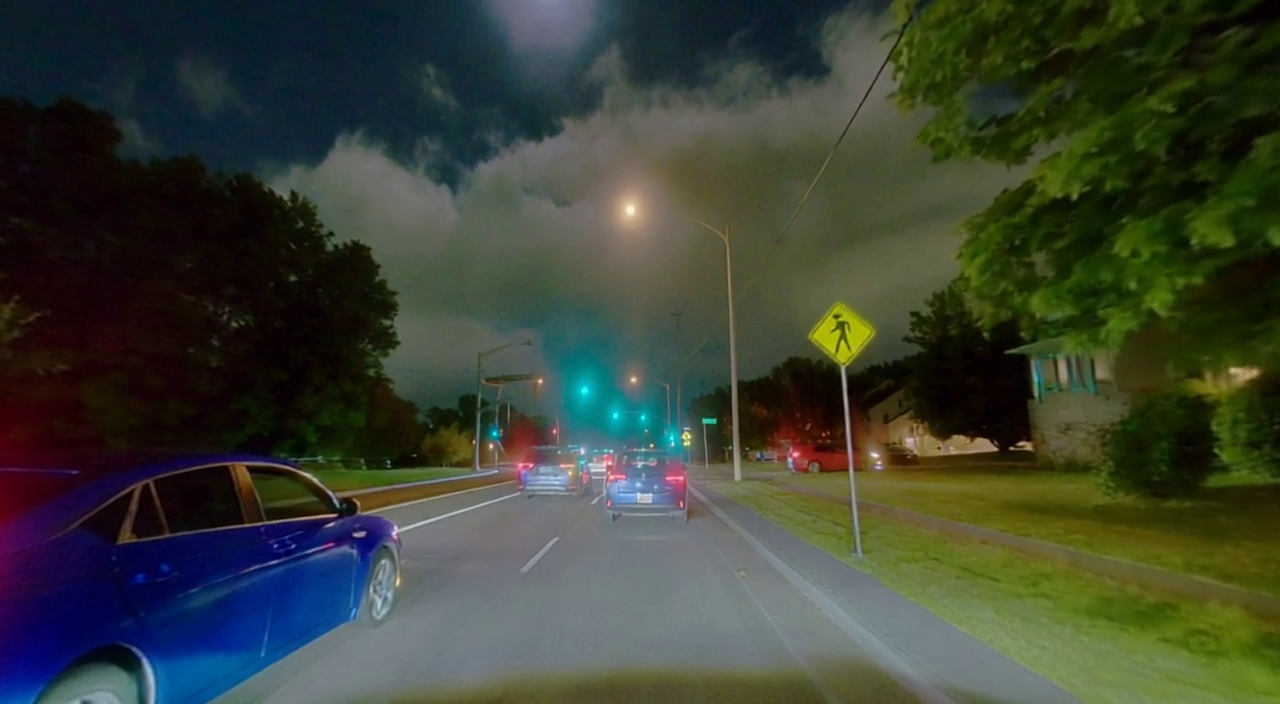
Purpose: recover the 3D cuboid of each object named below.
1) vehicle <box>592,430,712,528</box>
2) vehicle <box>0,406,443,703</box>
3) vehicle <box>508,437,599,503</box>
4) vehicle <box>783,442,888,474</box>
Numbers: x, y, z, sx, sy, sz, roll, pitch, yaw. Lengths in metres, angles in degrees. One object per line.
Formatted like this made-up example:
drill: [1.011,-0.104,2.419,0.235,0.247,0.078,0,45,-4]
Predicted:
vehicle: [0.242,2.550,13.179,2.120,1.718,3.909,0,-9,1]
vehicle: [-2.843,1.131,3.349,1.968,1.472,4.685,0,-9,2]
vehicle: [-2.475,3.504,19.115,2.000,1.737,4.133,0,-9,2]
vehicle: [9.501,5.179,30.907,4.456,1.504,1.914,0,-9,0]
